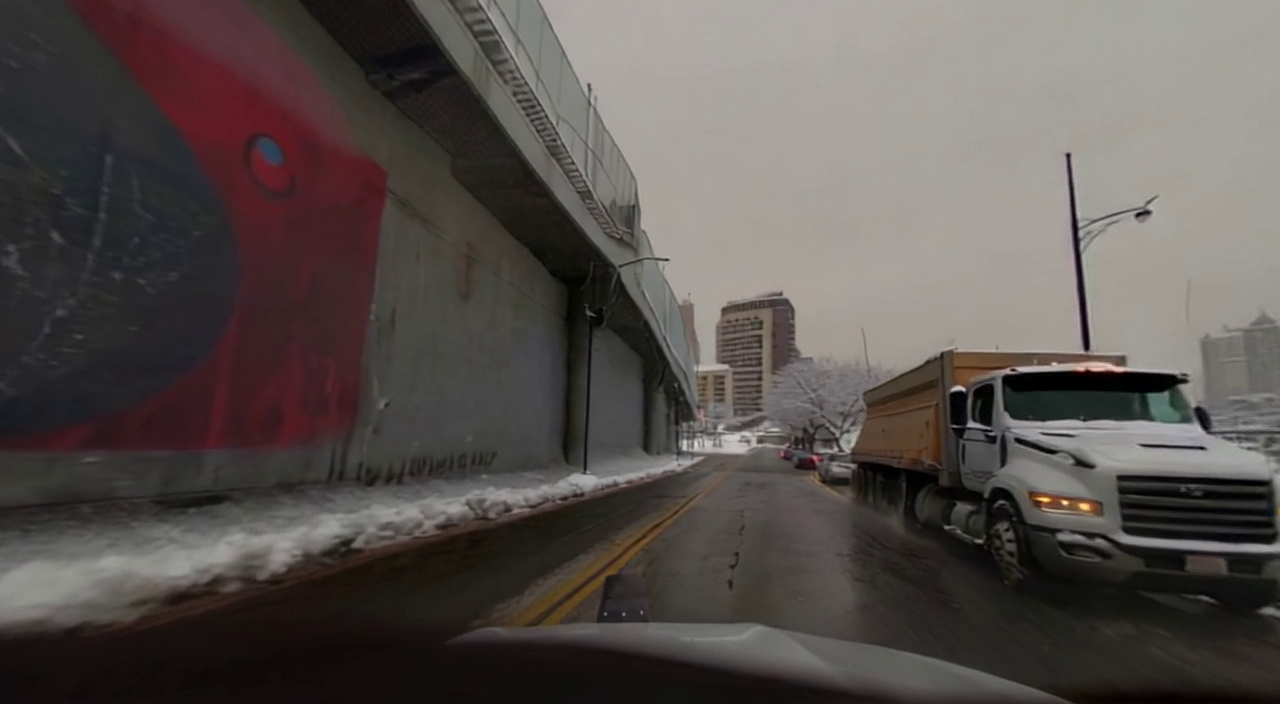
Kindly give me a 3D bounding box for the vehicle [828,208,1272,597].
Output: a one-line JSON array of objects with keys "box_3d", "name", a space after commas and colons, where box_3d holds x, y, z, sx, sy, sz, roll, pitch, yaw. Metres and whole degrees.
[{"box_3d": [5.447, 1.097, 11.082, 2.849, 3.893, 9.347, -2, -8, 10], "name": "vehicle"}]
